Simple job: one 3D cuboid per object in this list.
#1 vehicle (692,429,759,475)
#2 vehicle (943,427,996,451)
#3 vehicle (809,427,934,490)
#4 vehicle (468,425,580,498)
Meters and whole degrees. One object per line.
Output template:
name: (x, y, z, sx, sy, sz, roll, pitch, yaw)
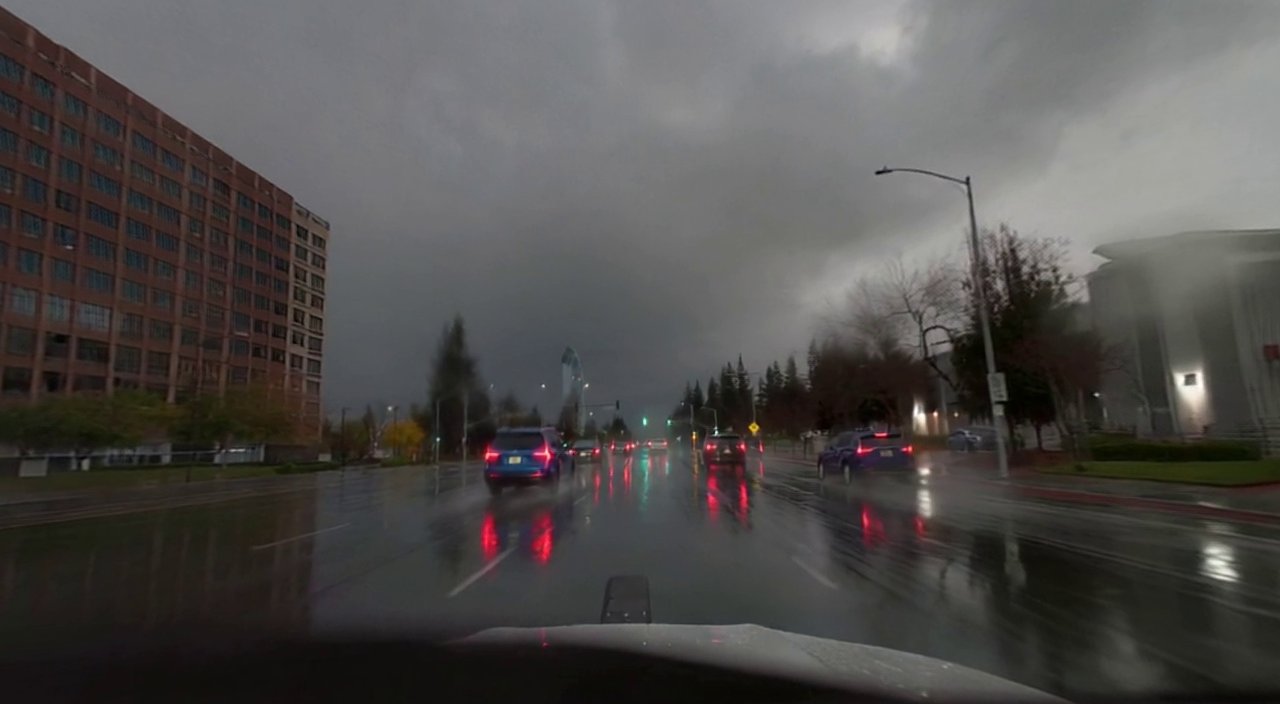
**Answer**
vehicle: (3.545, 4.279, 27.109, 2.178, 1.804, 4.766, 0, -9, 0)
vehicle: (23.484, 6.239, 45.026, 1.800, 1.563, 3.827, -1, -9, 2)
vehicle: (6.877, 3.230, 19.346, 2.088, 1.666, 4.512, 0, -9, -1)
vehicle: (-2.992, 2.961, 17.358, 2.141, 1.719, 4.379, 0, -9, 2)
